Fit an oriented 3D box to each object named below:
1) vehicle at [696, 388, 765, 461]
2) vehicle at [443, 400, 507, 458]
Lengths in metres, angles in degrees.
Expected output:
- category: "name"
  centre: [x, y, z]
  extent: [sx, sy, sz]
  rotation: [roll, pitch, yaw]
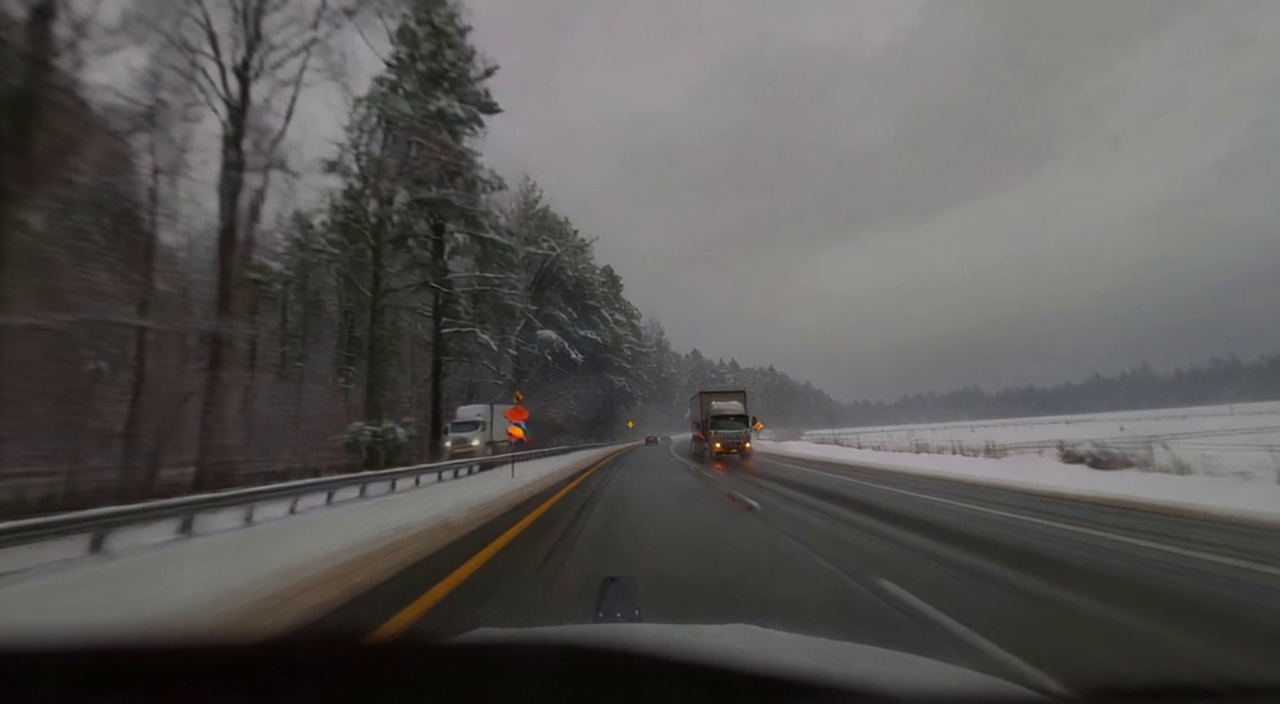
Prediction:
- category: "vehicle"
  centre: [4.389, 3.681, 31.548]
  extent: [2.749, 3.357, 4.979]
  rotation: [0, -8, 1]
- category: "vehicle"
  centre: [-11.887, 5.636, 45.927]
  extent: [3.013, 3.979, 5.795]
  rotation: [0, -8, 1]
